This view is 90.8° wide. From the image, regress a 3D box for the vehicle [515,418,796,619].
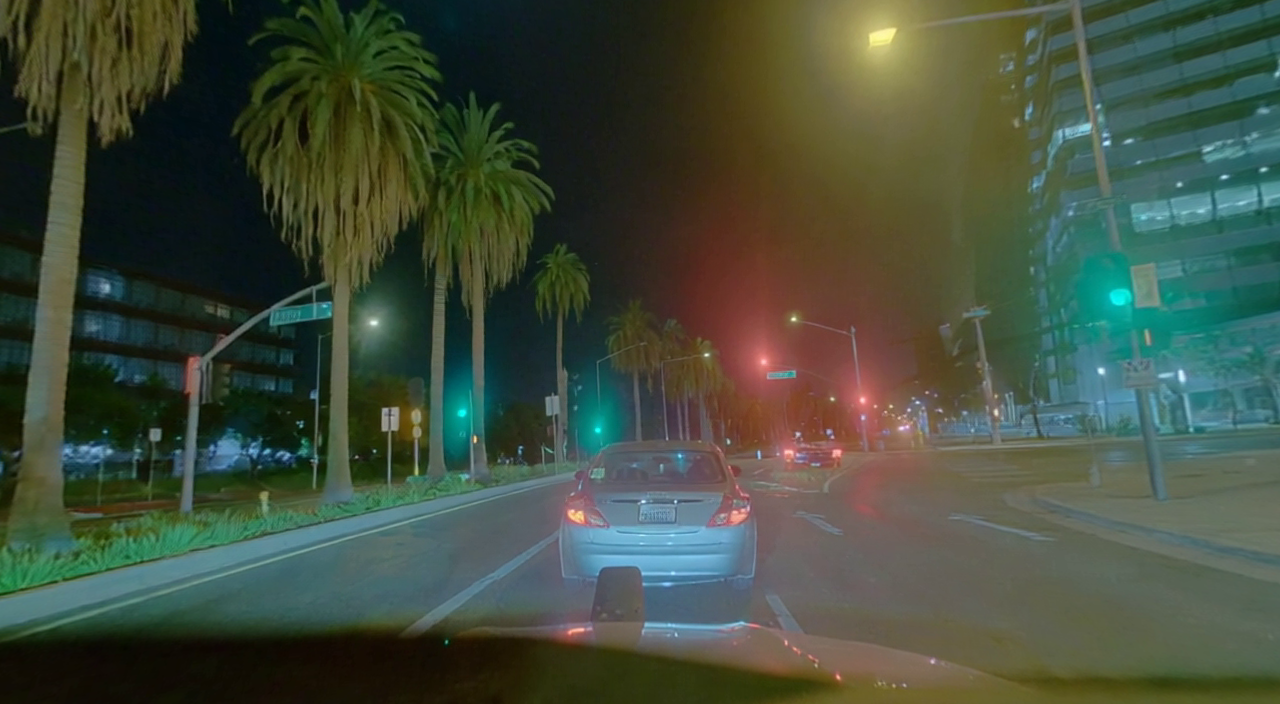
[{"bbox_3d":[0.143,1.556,6.840,2.096,1.492,4.071,0,-9,1],"label":"vehicle"}]
